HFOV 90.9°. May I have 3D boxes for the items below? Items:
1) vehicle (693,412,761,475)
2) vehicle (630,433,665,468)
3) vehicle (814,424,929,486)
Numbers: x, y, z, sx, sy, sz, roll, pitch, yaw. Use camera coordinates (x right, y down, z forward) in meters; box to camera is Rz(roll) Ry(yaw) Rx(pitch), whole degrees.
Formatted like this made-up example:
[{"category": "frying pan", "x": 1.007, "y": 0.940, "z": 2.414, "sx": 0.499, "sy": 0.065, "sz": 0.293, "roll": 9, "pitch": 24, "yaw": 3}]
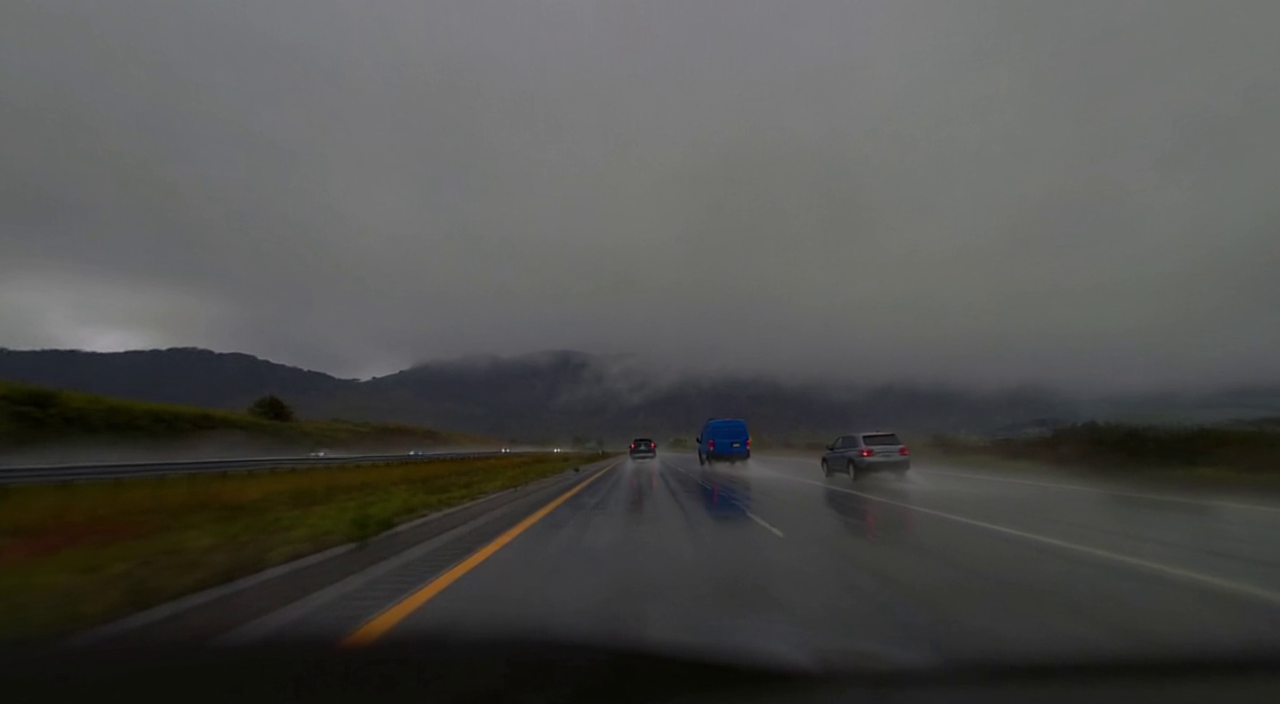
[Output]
[{"category": "vehicle", "x": 3.950, "y": 4.338, "z": 29.851, "sx": 2.302, "sy": 2.670, "sz": 6.176, "roll": 0, "pitch": -8, "yaw": 0}, {"category": "vehicle", "x": 0.480, "y": 6.329, "z": 40.743, "sx": 2.131, "sy": 2.122, "sz": 4.473, "roll": 0, "pitch": -8, "yaw": 0}, {"category": "vehicle", "x": 8.009, "y": 3.625, "z": 22.438, "sx": 2.240, "sy": 1.925, "sz": 4.854, "roll": 0, "pitch": -8, "yaw": 0}]
